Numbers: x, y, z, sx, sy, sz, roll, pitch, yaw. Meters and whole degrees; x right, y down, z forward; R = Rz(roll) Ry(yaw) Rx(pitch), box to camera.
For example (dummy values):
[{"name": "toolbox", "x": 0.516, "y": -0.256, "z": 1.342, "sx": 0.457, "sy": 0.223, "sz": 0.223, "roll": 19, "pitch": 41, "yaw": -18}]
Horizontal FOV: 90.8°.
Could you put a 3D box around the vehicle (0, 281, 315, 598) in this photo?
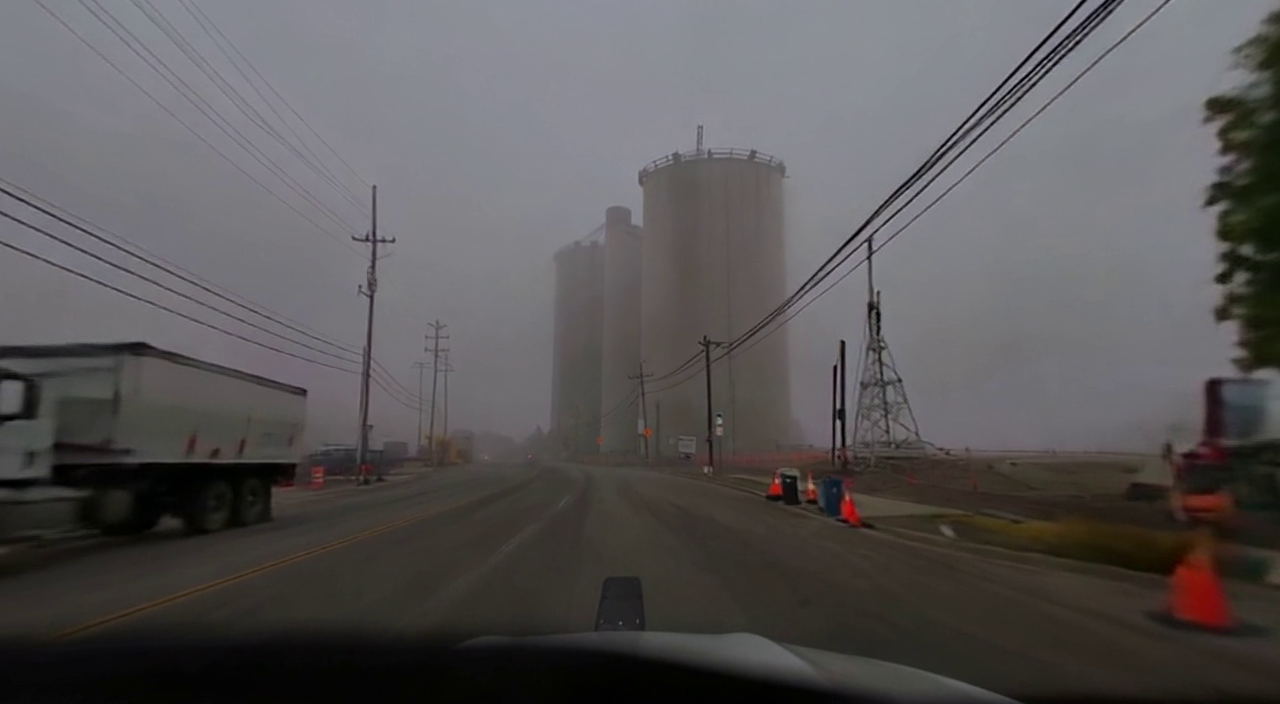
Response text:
[{"name": "vehicle", "x": -8.144, "y": 1.370, "z": 9.167, "sx": 2.991, "sy": 3.173, "sz": 7.929, "roll": -1, "pitch": -9, "yaw": -3}]
